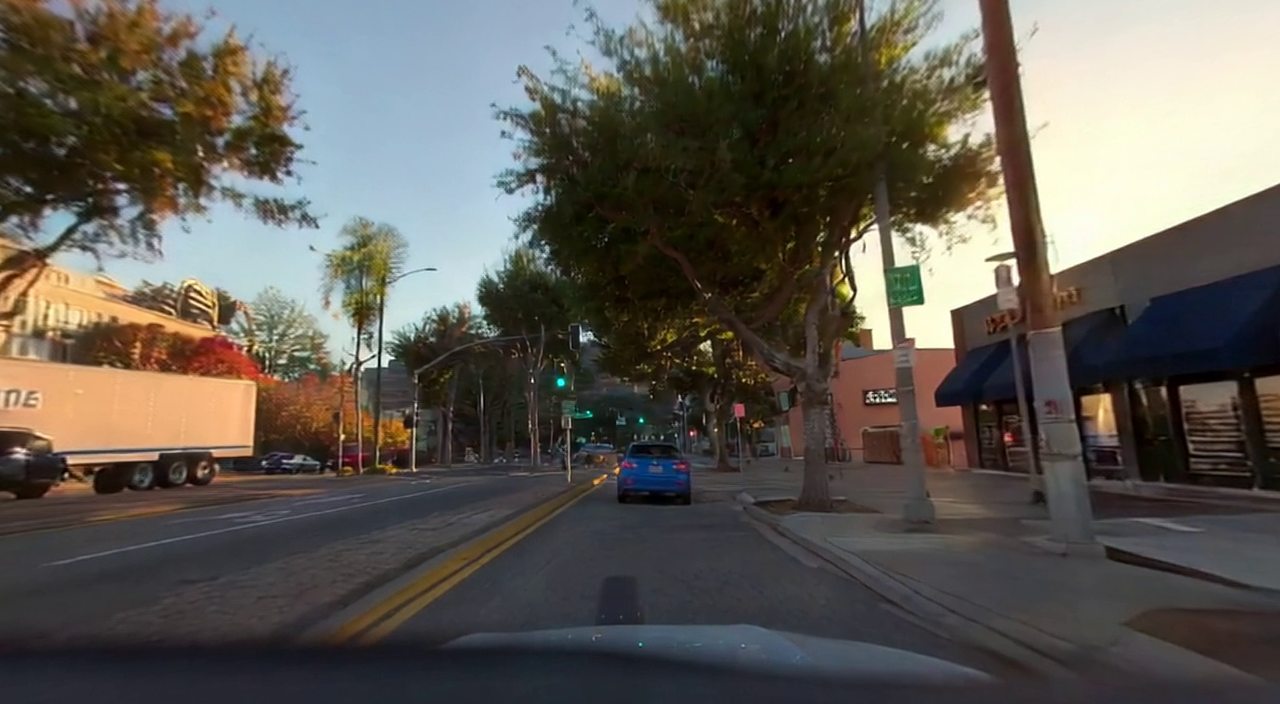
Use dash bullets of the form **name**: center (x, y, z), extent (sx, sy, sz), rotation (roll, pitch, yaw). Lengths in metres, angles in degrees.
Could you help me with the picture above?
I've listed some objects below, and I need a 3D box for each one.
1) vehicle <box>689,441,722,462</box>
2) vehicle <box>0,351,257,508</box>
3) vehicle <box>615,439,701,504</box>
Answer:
- **vehicle**: center (4.906, 7.329, 46.689), extent (2.012, 1.468, 4.169), rotation (-2, -9, 11)
- **vehicle**: center (-17.433, 2.224, 17.926), extent (2.792, 4.025, 11.784), rotation (-3, -9, 20)
- **vehicle**: center (0.501, 3.064, 16.626), extent (2.006, 1.470, 3.799), rotation (-1, -8, 3)
